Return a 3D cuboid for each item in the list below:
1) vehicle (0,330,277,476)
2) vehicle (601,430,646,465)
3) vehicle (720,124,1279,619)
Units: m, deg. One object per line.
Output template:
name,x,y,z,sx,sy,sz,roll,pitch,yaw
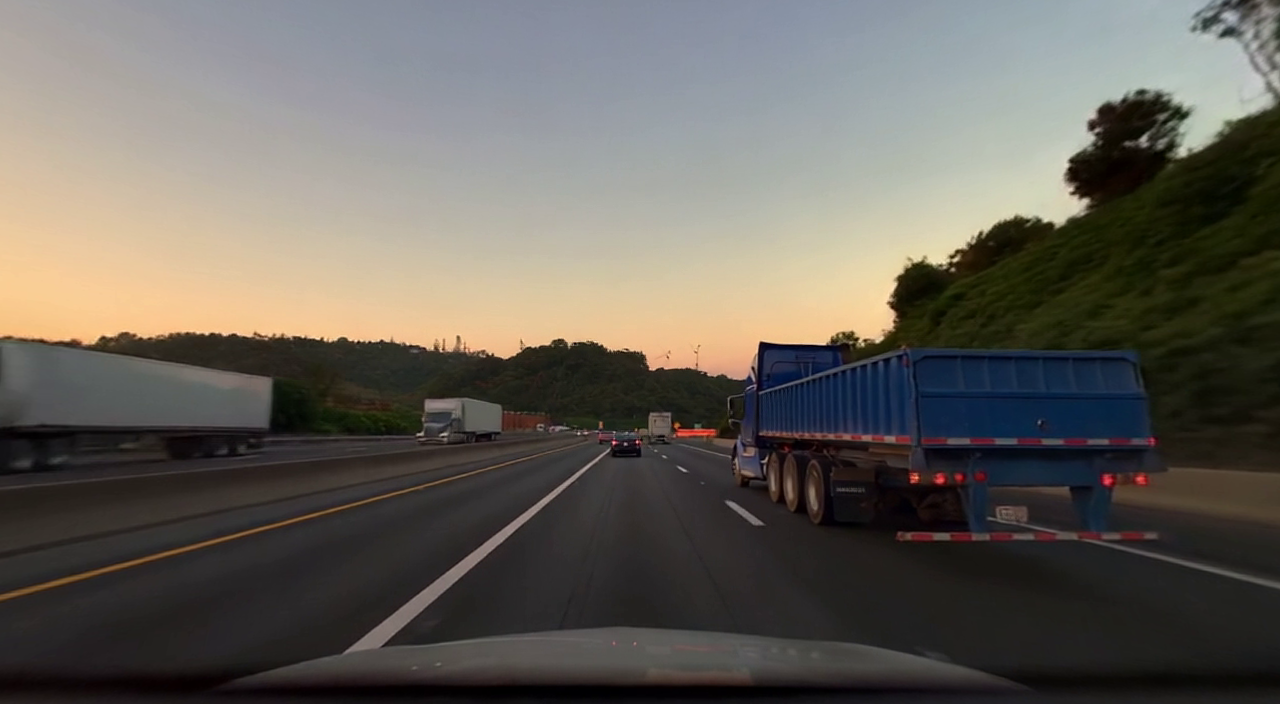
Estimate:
vehicle,-19.386,2.291,24.071,2.857,4.045,13.948,0,-8,0
vehicle,-0.748,4.345,28.819,1.929,1.469,3.677,0,-8,-1
vehicle,3.584,0.768,10.032,2.919,3.634,10.888,0,-8,-1
